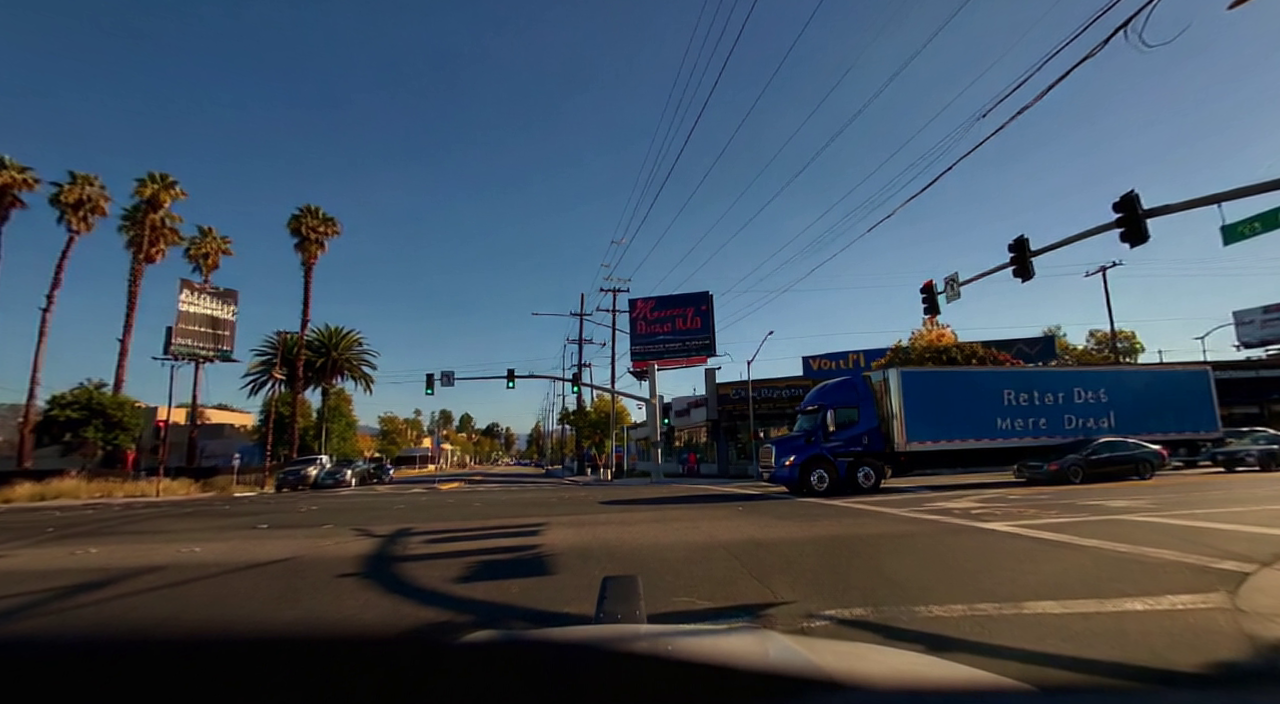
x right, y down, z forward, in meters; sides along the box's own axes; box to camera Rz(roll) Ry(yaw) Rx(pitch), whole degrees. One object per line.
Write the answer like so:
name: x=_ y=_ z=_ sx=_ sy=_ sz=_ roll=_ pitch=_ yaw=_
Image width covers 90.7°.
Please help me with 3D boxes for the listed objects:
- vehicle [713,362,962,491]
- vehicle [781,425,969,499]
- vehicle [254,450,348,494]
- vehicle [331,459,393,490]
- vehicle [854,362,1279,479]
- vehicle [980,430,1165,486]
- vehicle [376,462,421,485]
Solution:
vehicle: x=7.144 y=2.811 z=23.625 sx=8.167 sy=4.352 sz=3.029 roll=1 pitch=-9 yaw=-9
vehicle: x=7.457 y=3.528 z=20.397 sx=5.079 sy=1.893 sz=2.200 roll=-2 pitch=-10 yaw=-10
vehicle: x=-22.111 y=7.791 z=41.656 sx=2.989 sy=2.573 sz=6.053 roll=0 pitch=-9 yaw=-3
vehicle: x=-17.702 y=7.797 z=40.591 sx=2.028 sy=1.744 sz=4.876 roll=0 pitch=-9 yaw=-4
vehicle: x=17.362 y=2.771 z=25.350 sx=17.071 sy=4.151 sz=2.876 roll=1 pitch=-9 yaw=-10
vehicle: x=14.450 y=3.557 z=21.280 sx=4.958 sy=1.510 sz=1.949 roll=-2 pitch=-10 yaw=-8
vehicle: x=-18.552 y=9.329 z=48.777 sx=1.834 sy=1.521 sz=4.970 roll=0 pitch=-9 yaw=-4
